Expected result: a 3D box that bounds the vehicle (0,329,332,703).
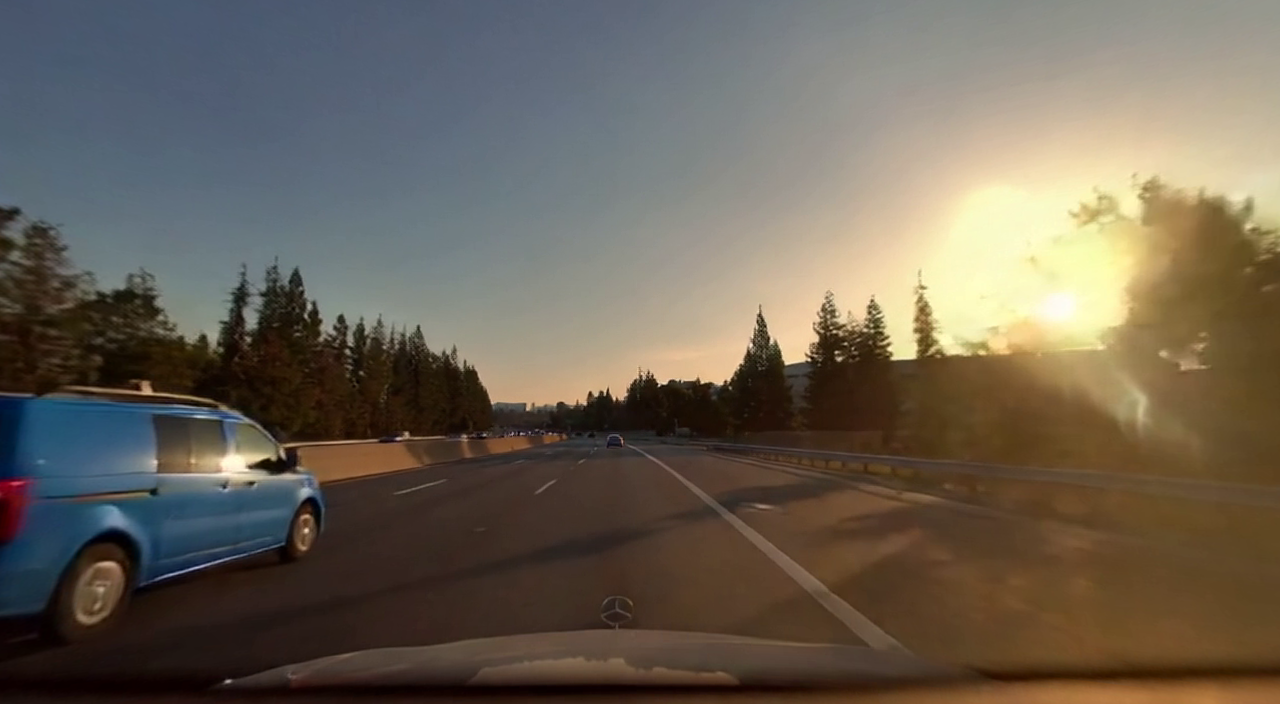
[{"bbox_3d":[-4.231,0.944,4.036,2.219,1.827,4.738,0,-8,-2],"label":"vehicle"}]
